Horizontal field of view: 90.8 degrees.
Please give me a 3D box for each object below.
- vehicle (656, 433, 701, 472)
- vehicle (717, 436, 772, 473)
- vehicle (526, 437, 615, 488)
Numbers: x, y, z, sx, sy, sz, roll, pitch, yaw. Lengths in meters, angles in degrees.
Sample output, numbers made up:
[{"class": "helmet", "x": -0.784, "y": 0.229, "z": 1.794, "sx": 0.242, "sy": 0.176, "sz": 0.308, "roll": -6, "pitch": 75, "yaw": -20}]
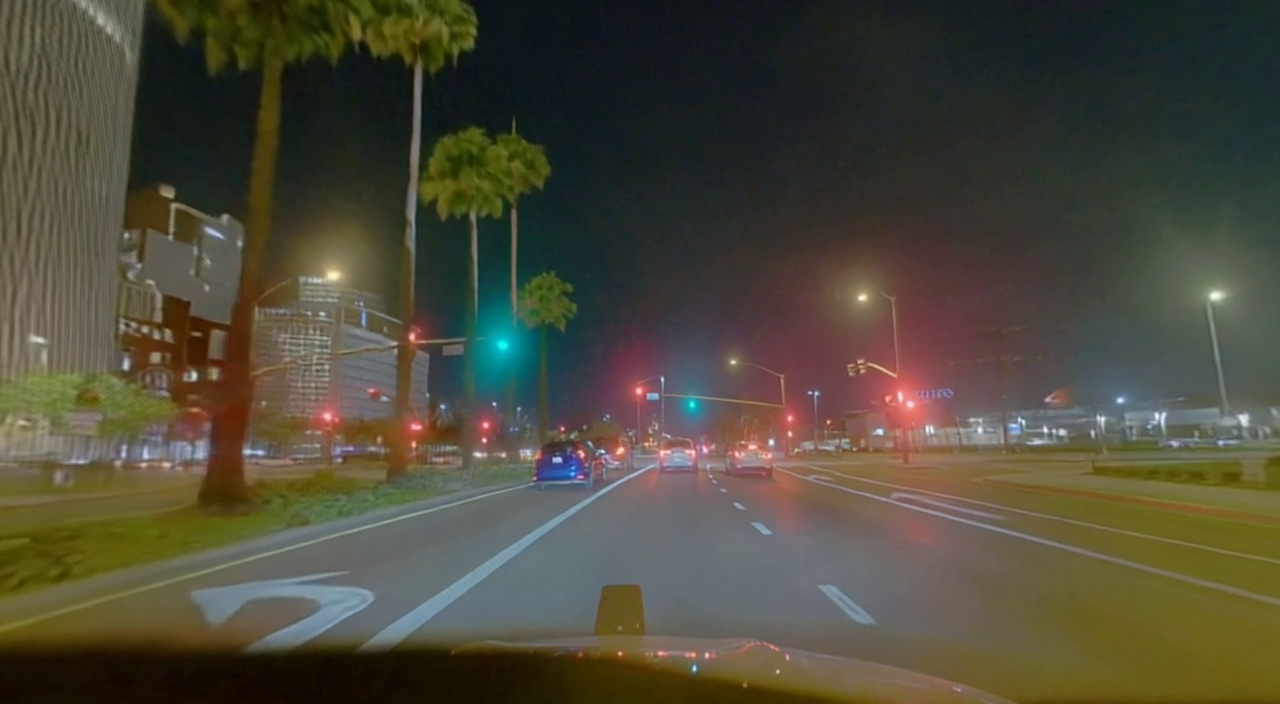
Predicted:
[{"class": "vehicle", "x": 1.901, "y": 4.906, "z": 30.981, "sx": 2.060, "sy": 1.730, "sz": 4.257, "roll": -1, "pitch": -8, "yaw": 4}, {"class": "vehicle", "x": 4.734, "y": 4.708, "z": 29.200, "sx": 1.936, "sy": 1.567, "sz": 3.896, "roll": 0, "pitch": -9, "yaw": 1}, {"class": "vehicle", "x": -2.129, "y": 3.575, "z": 20.781, "sx": 1.962, "sy": 1.480, "sz": 4.605, "roll": -1, "pitch": -9, "yaw": 6}]
